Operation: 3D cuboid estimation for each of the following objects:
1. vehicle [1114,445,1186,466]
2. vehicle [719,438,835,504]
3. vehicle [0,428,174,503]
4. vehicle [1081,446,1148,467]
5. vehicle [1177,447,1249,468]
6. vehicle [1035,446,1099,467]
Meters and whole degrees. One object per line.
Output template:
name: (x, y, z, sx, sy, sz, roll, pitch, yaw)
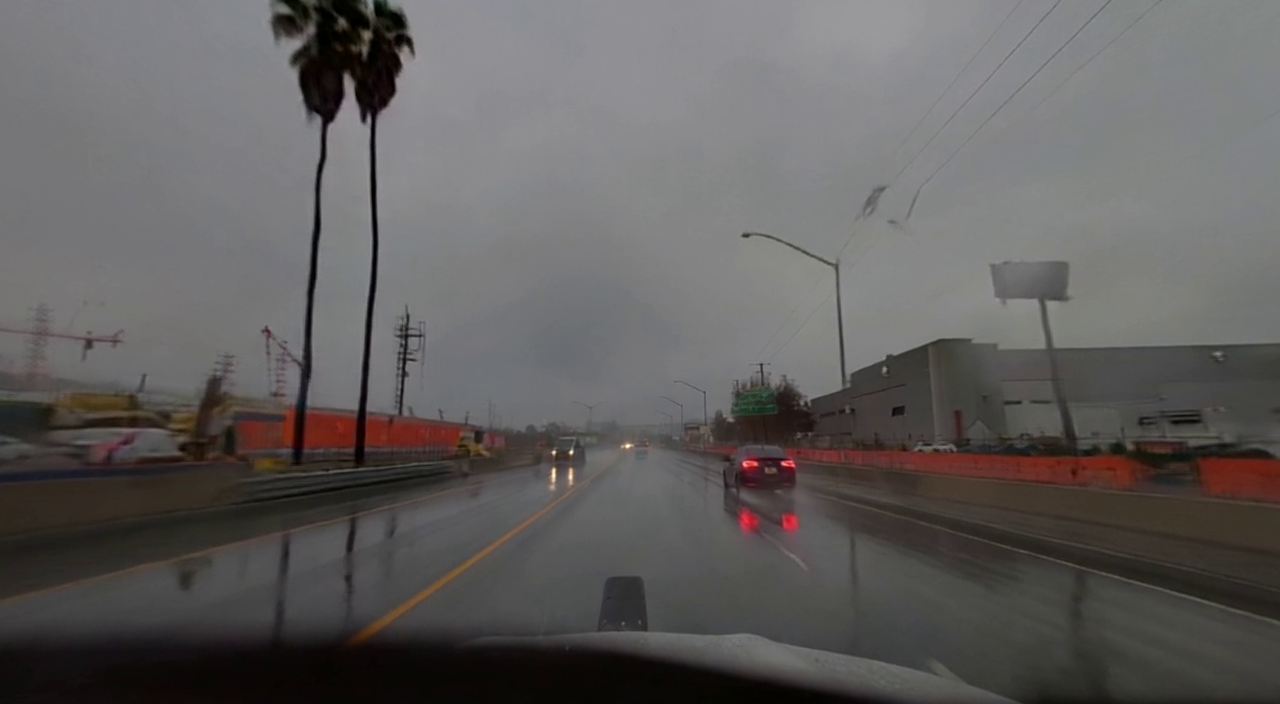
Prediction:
vehicle: (39.168, 7.945, 48.361, 1.869, 1.516, 4.343, 0, -8, 0)
vehicle: (3.575, 3.200, 17.386, 2.148, 1.562, 4.642, 0, -8, 0)
vehicle: (-18.032, 3.381, 19.040, 5.894, 2.071, 2.464, 8, -11, -41)
vehicle: (36.004, 7.897, 47.762, 1.784, 1.509, 4.273, 0, -8, 2)
vehicle: (44.671, 8.190, 49.036, 1.776, 1.502, 4.088, 2, -8, 0)
vehicle: (32.849, 8.017, 48.456, 1.851, 1.522, 4.665, 0, -8, 2)
